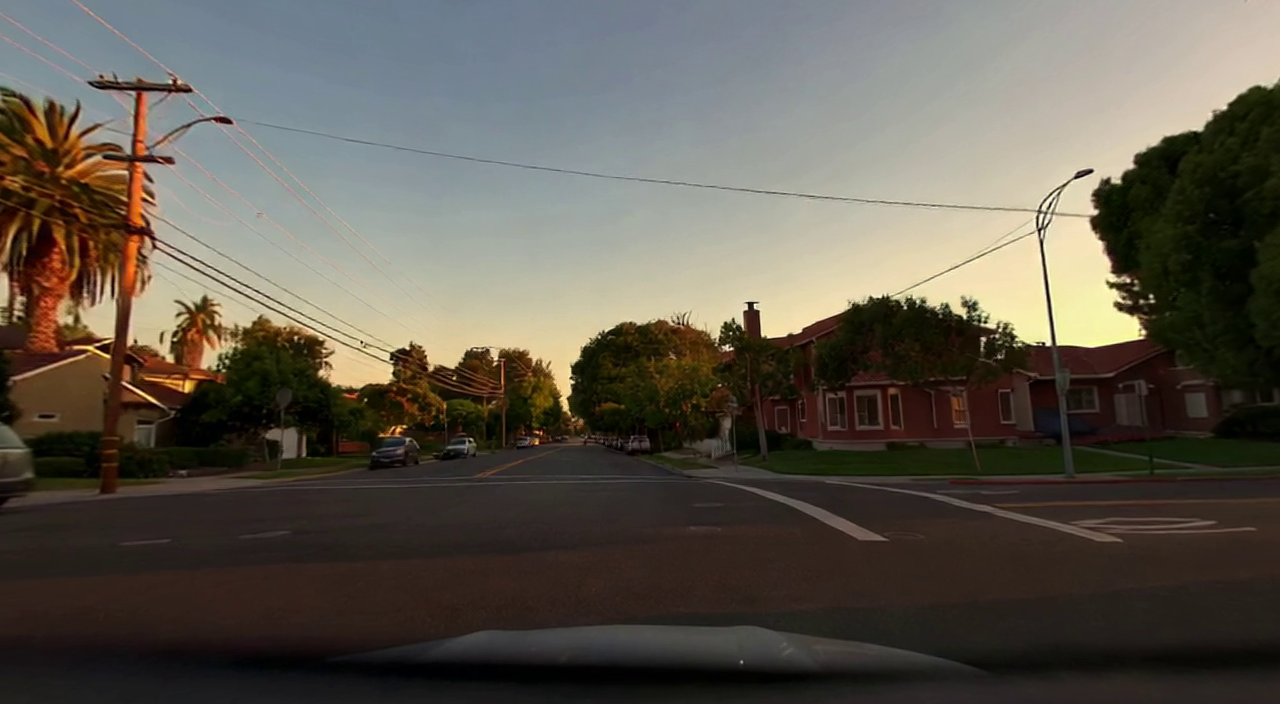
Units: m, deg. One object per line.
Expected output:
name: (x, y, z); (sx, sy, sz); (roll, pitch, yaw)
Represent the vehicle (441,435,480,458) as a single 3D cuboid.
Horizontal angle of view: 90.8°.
vehicle: (-12.869, 6.812, 45.543); (2.036, 1.546, 4.705); (1, -8, -7)
